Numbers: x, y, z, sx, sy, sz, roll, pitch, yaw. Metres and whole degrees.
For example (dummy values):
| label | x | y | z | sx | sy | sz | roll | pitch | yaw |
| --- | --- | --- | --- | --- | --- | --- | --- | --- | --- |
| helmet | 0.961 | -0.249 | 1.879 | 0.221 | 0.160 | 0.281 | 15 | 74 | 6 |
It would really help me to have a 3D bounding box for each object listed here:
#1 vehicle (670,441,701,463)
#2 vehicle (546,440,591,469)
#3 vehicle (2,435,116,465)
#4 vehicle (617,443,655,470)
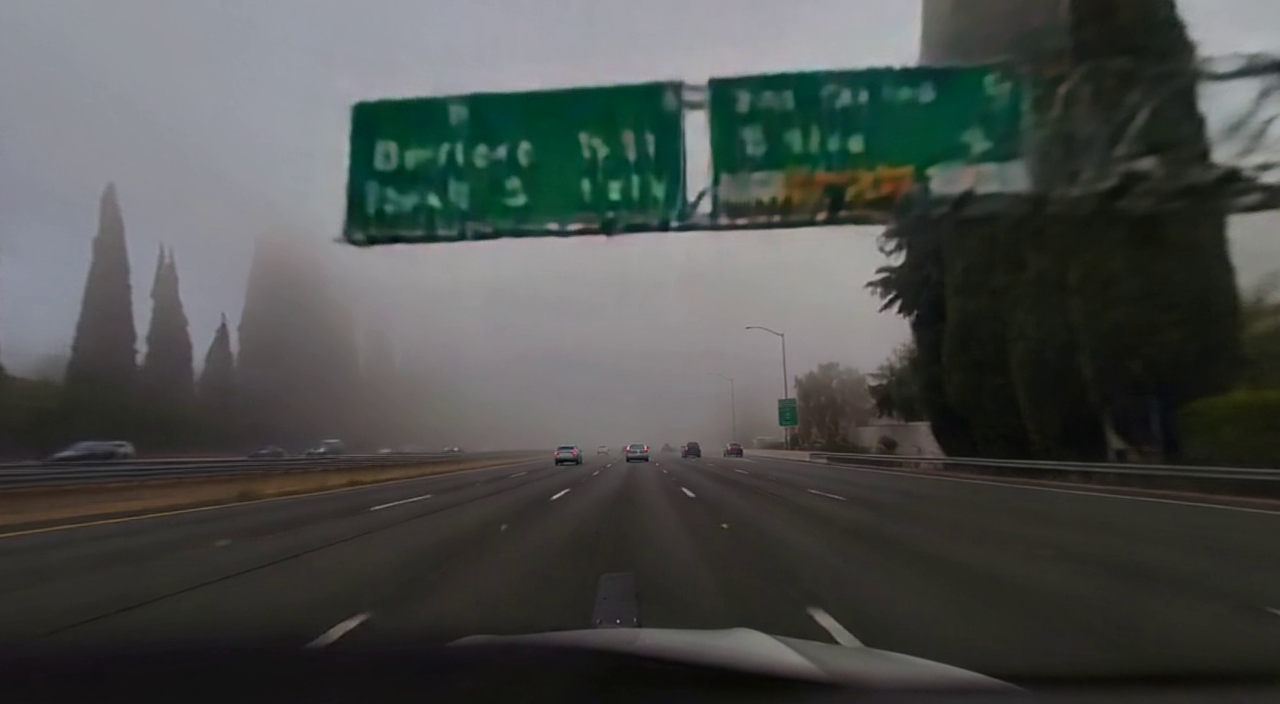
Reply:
| label | x | y | z | sx | sy | sz | roll | pitch | yaw |
| --- | --- | --- | --- | --- | --- | --- | --- | --- | --- |
| vehicle | 3.481 | 7.753 | 49.312 | 2.084 | 1.624 | 3.935 | 0 | -8 | 0 |
| vehicle | -4.468 | 6.473 | 40.174 | 2.260 | 1.706 | 4.177 | 0 | -8 | 1 |
| vehicle | -38.269 | 6.487 | 41.952 | 2.353 | 1.858 | 5.435 | 0 | -8 | 0 |
| vehicle | -0.235 | 6.112 | 37.348 | 2.146 | 1.485 | 4.332 | 0 | -8 | 0 |
